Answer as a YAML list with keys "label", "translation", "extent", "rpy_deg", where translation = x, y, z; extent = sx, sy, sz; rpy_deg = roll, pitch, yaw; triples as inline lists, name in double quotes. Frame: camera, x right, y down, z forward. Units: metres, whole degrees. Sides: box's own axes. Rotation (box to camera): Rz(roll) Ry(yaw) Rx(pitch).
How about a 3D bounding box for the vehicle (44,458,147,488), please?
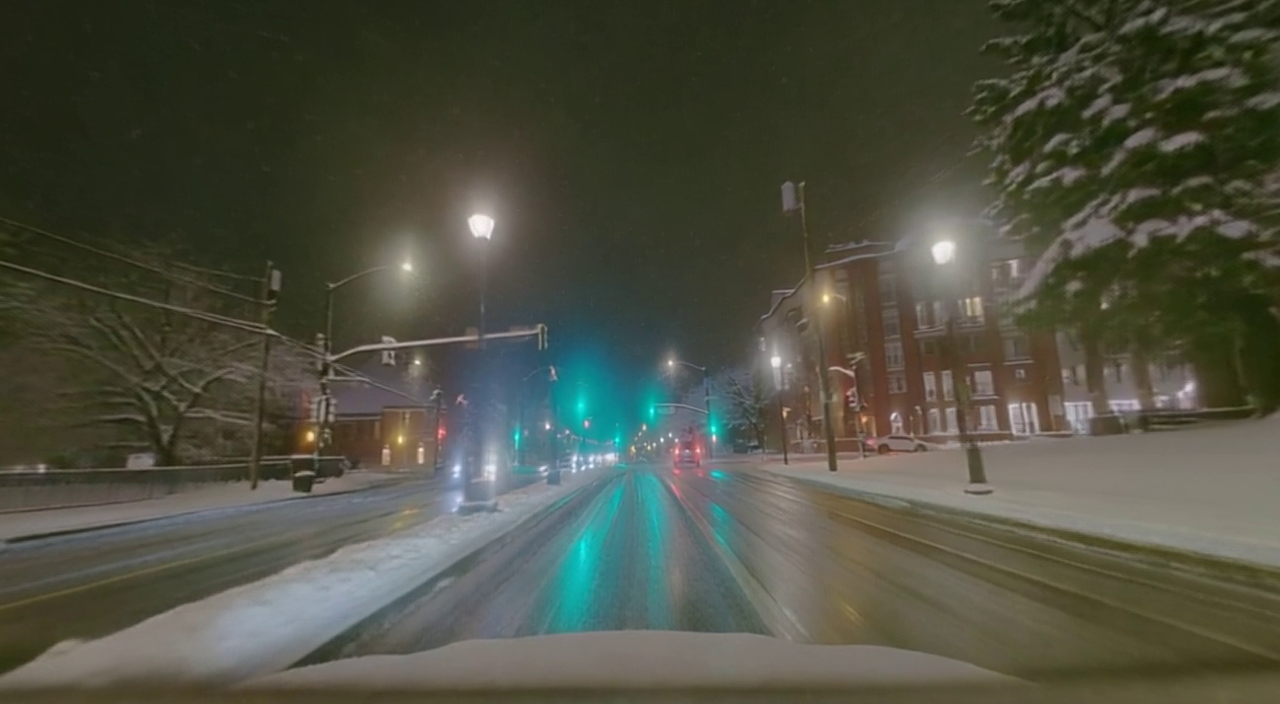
- label: "vehicle"
  translation: [-35.228, 7.832, 40.881]
  extent: [4.673, 1.771, 2.118]
  rpy_deg: [1, -10, 2]

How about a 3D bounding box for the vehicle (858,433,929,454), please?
- label: "vehicle"
  translation: [18.975, 6.871, 47.254]
  extent: [4.459, 1.525, 1.956]
  rpy_deg: [0, -9, 0]

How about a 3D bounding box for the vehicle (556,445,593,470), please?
- label: "vehicle"
  translation: [-4.522, 7.329, 44.102]
  extent: [1.991, 1.614, 4.718]
  rpy_deg: [0, -9, 1]

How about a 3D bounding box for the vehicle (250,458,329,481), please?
- label: "vehicle"
  translation: [-24.519, 8.222, 44.184]
  extent: [4.359, 1.457, 2.043]
  rpy_deg: [0, -9, 2]

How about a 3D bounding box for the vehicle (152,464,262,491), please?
- label: "vehicle"
  translation: [-24.880, 7.219, 36.336]
  extent: [4.815, 1.469, 2.056]
  rpy_deg: [0, -9, 1]

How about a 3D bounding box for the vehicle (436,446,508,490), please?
- label: "vehicle"
  translation: [-7.535, 5.214, 28.745]
  extent: [1.962, 1.807, 4.541]
  rpy_deg: [0, -9, 1]

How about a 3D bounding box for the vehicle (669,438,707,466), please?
- label: "vehicle"
  translation: [3.068, 6.586, 41.486]
  extent: [2.129, 1.719, 4.205]
  rpy_deg: [0, -9, 0]
